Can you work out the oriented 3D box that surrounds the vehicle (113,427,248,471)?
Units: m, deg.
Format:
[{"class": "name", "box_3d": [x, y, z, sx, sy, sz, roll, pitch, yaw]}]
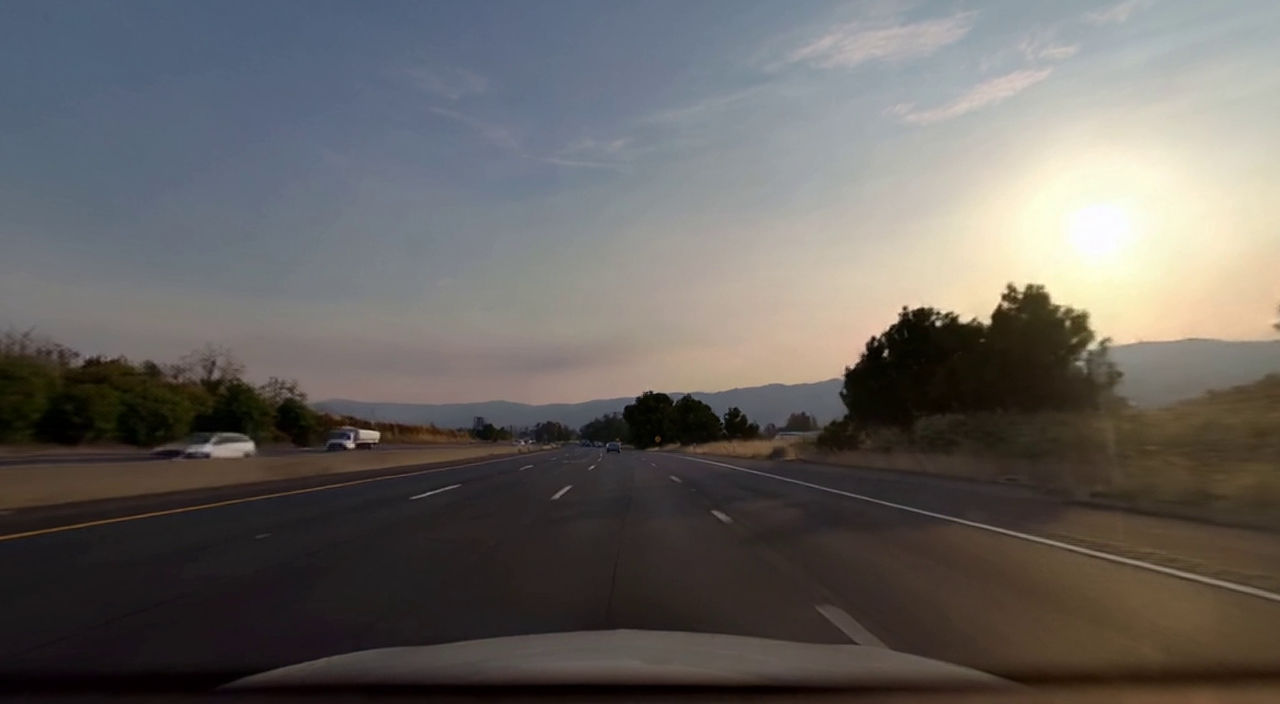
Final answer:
[{"class": "vehicle", "box_3d": [-18.970, 4.025, 26.444, 2.050, 1.659, 4.933, 0, -8, -2]}]
